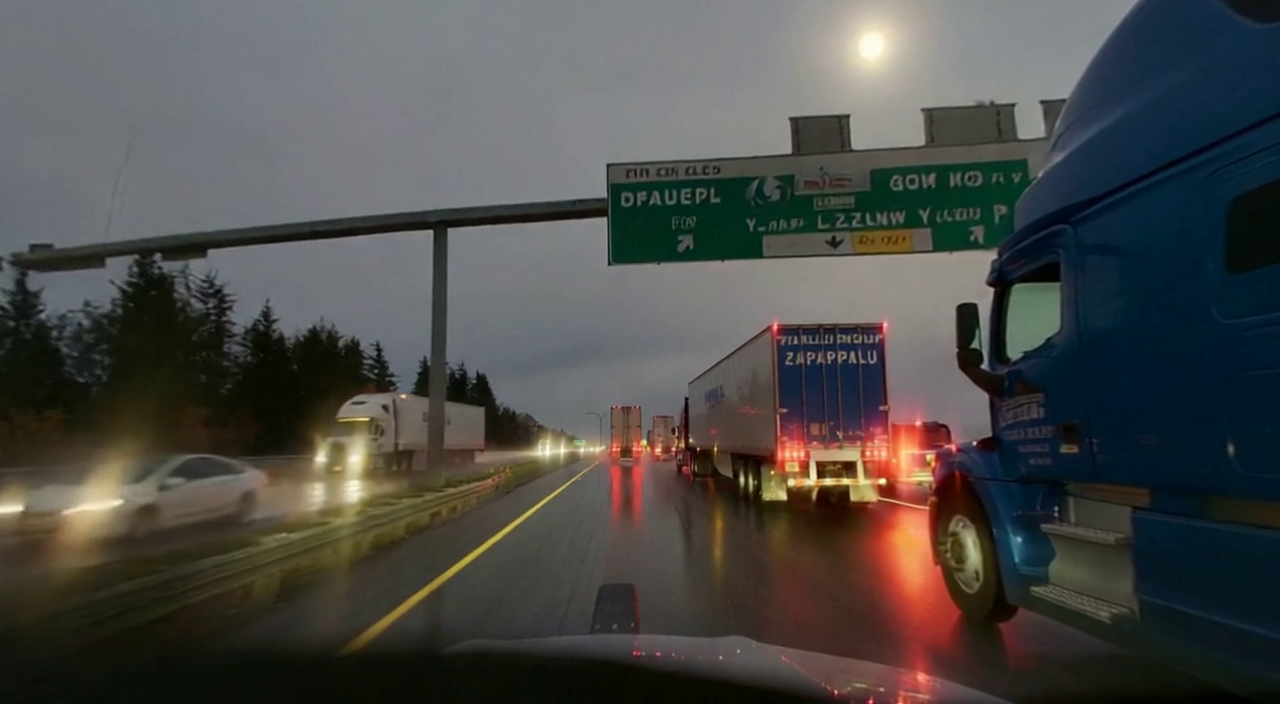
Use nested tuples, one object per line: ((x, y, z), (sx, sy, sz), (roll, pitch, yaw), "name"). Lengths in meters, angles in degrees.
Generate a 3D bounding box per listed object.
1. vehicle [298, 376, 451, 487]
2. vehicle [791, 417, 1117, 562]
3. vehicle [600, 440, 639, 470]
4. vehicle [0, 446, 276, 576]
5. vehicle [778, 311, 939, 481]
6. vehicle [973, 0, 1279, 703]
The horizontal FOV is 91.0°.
((-13.064, 4.206, 32.792), (2.972, 4.669, 12.286), (0, -8, -2), "vehicle")
((4.434, 1.745, 8.808), (4.253, 1.543, 2.045), (4, -9, -31), "vehicle")
((-1.076, 5.447, 33.474), (1.943, 1.491, 3.459), (0, -8, -1), "vehicle")
((-8.455, 2.417, 10.523), (2.045, 1.603, 4.731), (0, -8, -2), "vehicle")
((4.148, 0.898, 12.367), (2.244, 3.047, 2.035), (0, -8, -2), "vehicle")
((4.023, -0.226, 1.479), (2.951, 3.857, 5.902), (0, -8, -2), "vehicle")
